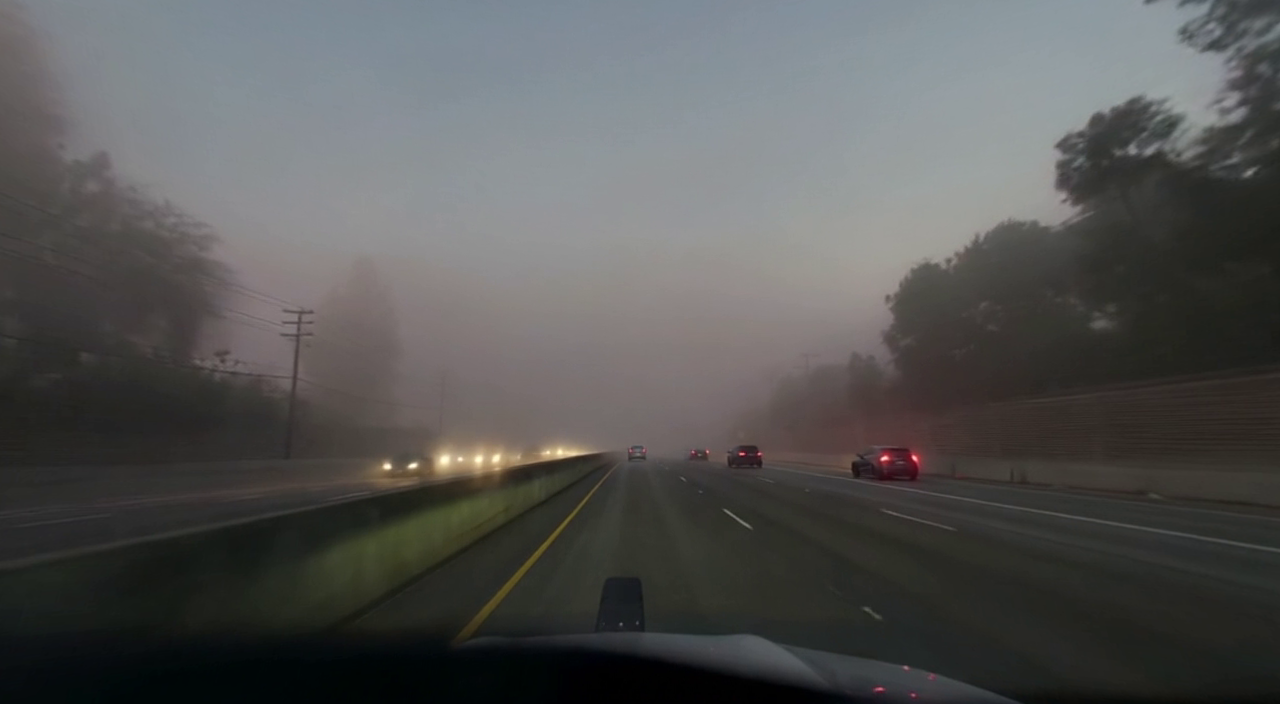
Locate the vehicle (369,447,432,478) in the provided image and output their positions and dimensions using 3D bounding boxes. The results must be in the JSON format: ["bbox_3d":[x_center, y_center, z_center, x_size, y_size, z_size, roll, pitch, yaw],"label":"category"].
[{"bbox_3d":[-13.220,6.097,35.129,1.843,1.602,4.040,0,-8,0],"label":"vehicle"}]

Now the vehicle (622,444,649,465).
[{"bbox_3d":[-0.362,8.034,49.622,1.993,1.506,3.883,0,-8,-1],"label":"vehicle"}]

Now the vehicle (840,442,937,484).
[{"bbox_3d":[9.733,4.361,25.199,1.969,1.506,4.422,0,-8,-1],"label":"vehicle"}]

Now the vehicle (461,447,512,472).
[{"bbox_3d":[-10.111,7.100,41.970,2.259,1.507,4.362,0,-8,0],"label":"vehicle"}]

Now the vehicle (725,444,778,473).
[{"bbox_3d":[6.298,6.051,36.270,2.069,1.520,4.614,0,-8,-1],"label":"vehicle"}]
